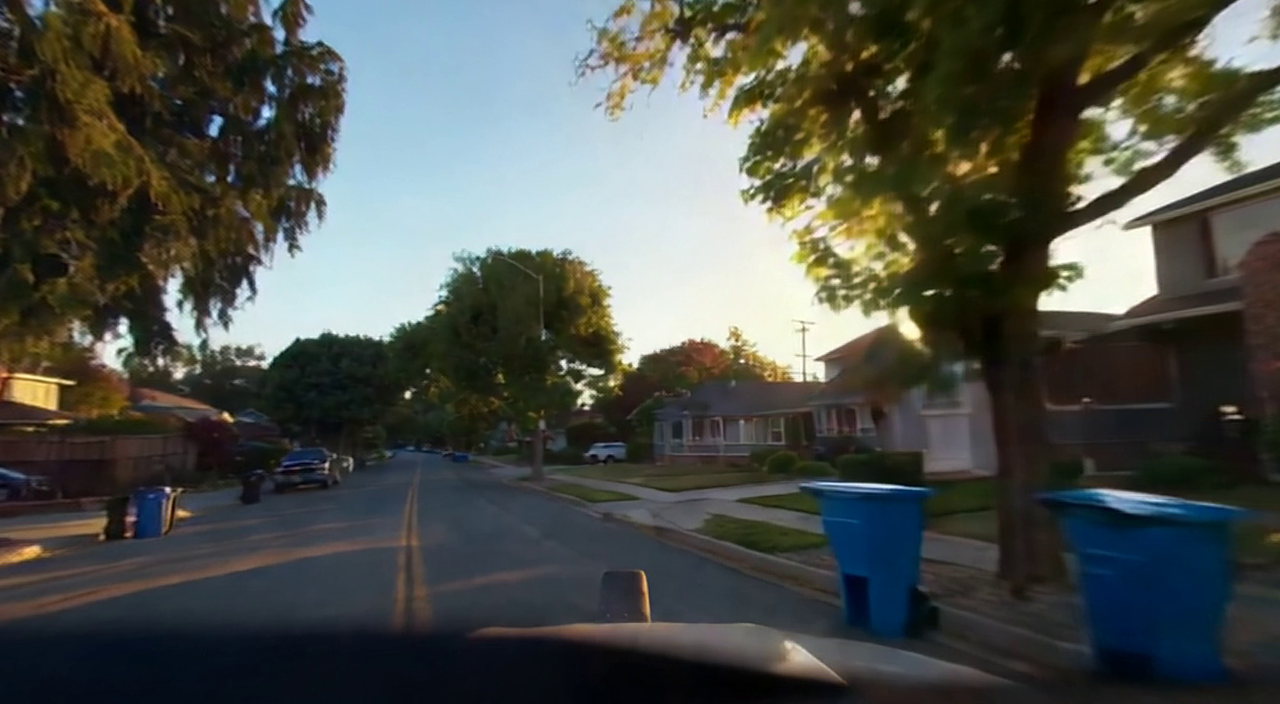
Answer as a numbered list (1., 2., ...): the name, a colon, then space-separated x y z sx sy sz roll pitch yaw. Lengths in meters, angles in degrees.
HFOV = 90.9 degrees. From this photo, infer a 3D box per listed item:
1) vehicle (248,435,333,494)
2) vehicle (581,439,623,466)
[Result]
1. vehicle: -16.191 5.167 29.572 2.223 2.115 5.707 9 -8 -18
2. vehicle: -2.970 7.657 48.404 1.936 1.687 4.714 -1 -6 -19
